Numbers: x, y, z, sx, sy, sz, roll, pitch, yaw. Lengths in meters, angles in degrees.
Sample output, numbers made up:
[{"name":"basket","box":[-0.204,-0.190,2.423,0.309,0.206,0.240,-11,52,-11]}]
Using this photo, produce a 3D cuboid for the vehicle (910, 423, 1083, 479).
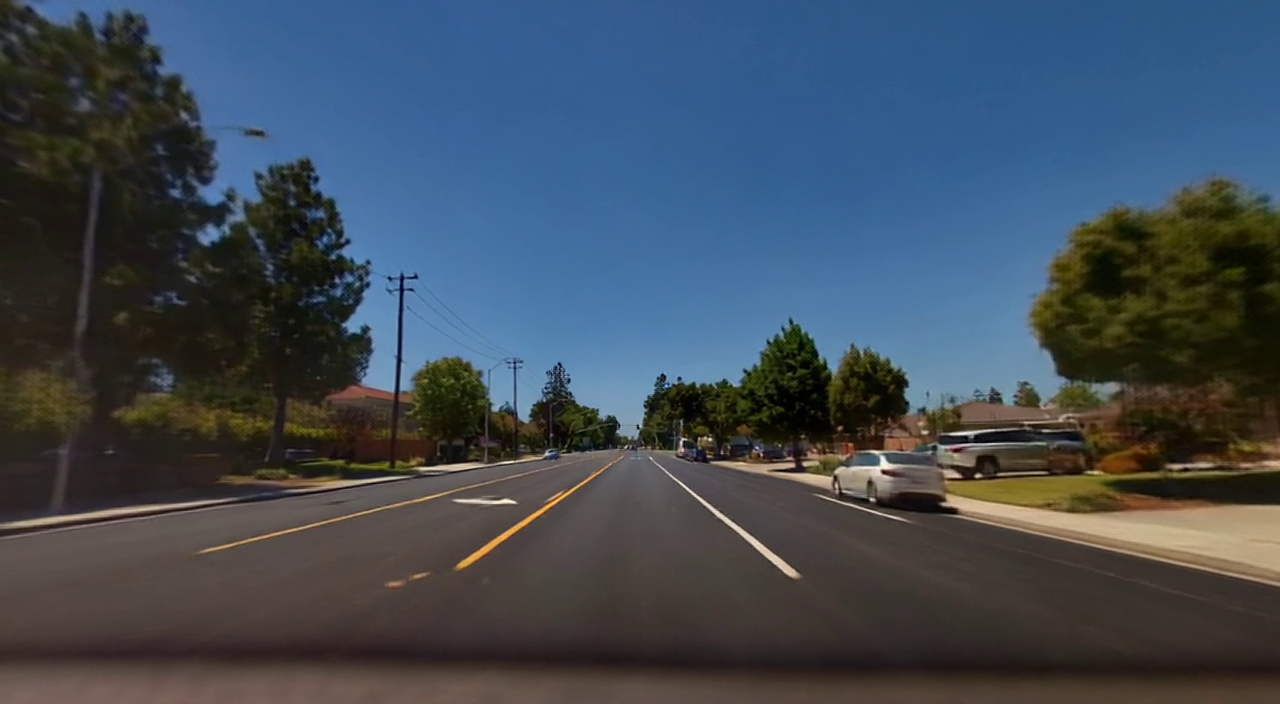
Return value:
[{"name":"vehicle","box":[12.955,3.645,23.260,5.037,1.925,2.021,-1,-9,4]}]

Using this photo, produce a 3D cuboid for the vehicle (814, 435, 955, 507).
[{"name":"vehicle","box":[6.735,3.310,18.087,2.043,1.747,4.680,0,-9,-1]}]
